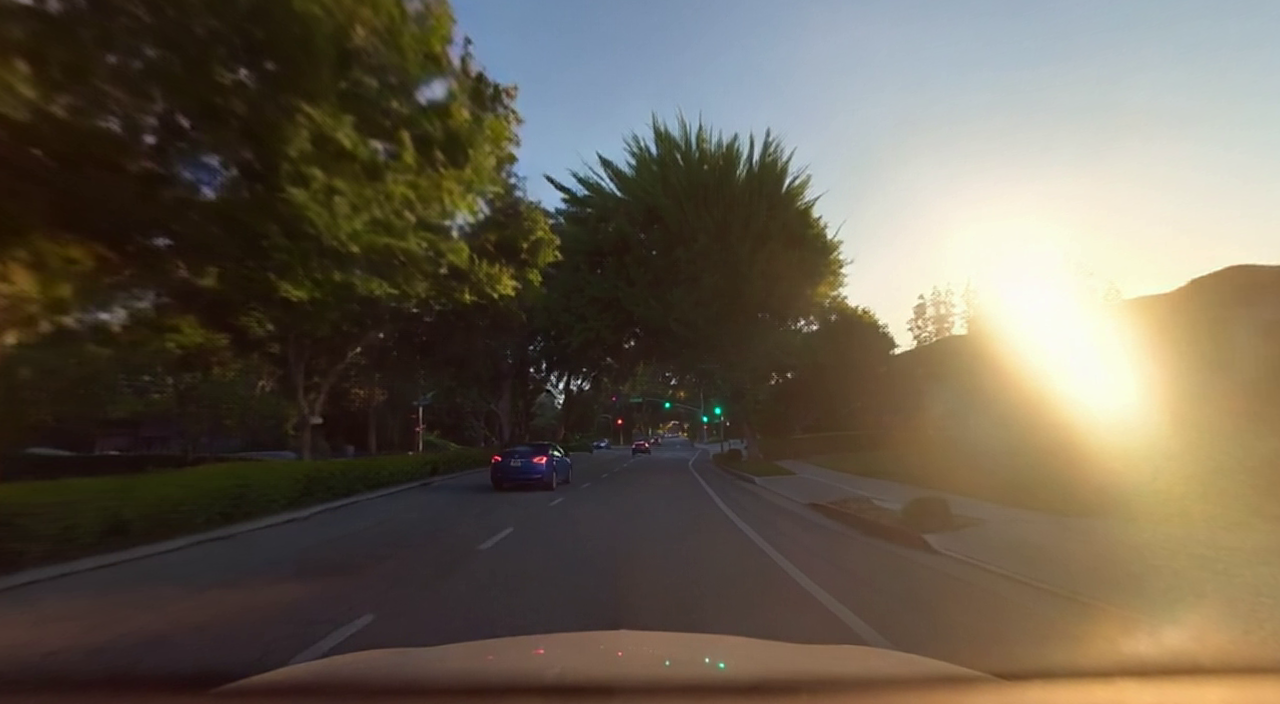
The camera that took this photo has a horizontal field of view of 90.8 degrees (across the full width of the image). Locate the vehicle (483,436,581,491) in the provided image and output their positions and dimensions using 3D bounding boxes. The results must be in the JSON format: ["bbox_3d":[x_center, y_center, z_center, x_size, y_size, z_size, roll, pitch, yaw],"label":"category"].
[{"bbox_3d":[-3.205,3.437,19.779,2.038,1.486,4.678,-1,-9,3],"label":"vehicle"}]
